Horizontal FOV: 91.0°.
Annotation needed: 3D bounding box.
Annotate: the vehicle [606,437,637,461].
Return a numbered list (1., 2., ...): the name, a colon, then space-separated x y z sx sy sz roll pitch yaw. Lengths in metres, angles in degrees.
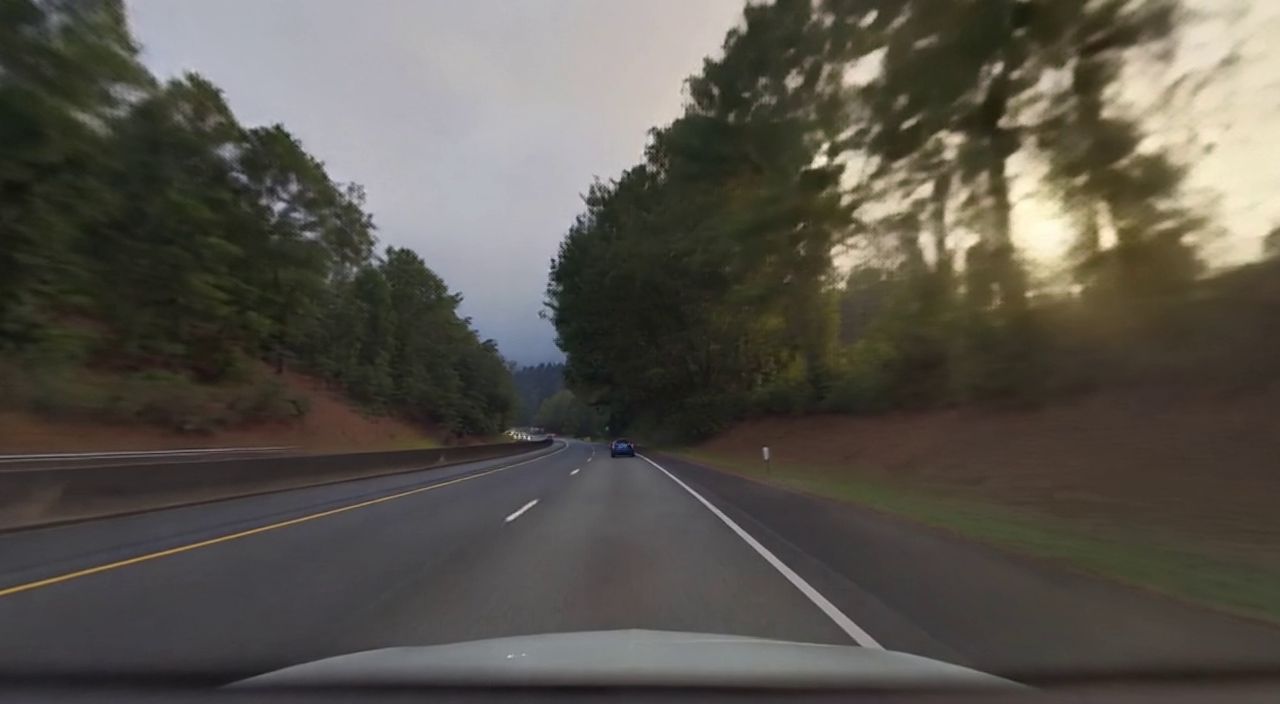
1. vehicle: -1.315 6.636 43.320 2.004 1.515 3.968 0 -8 -3
